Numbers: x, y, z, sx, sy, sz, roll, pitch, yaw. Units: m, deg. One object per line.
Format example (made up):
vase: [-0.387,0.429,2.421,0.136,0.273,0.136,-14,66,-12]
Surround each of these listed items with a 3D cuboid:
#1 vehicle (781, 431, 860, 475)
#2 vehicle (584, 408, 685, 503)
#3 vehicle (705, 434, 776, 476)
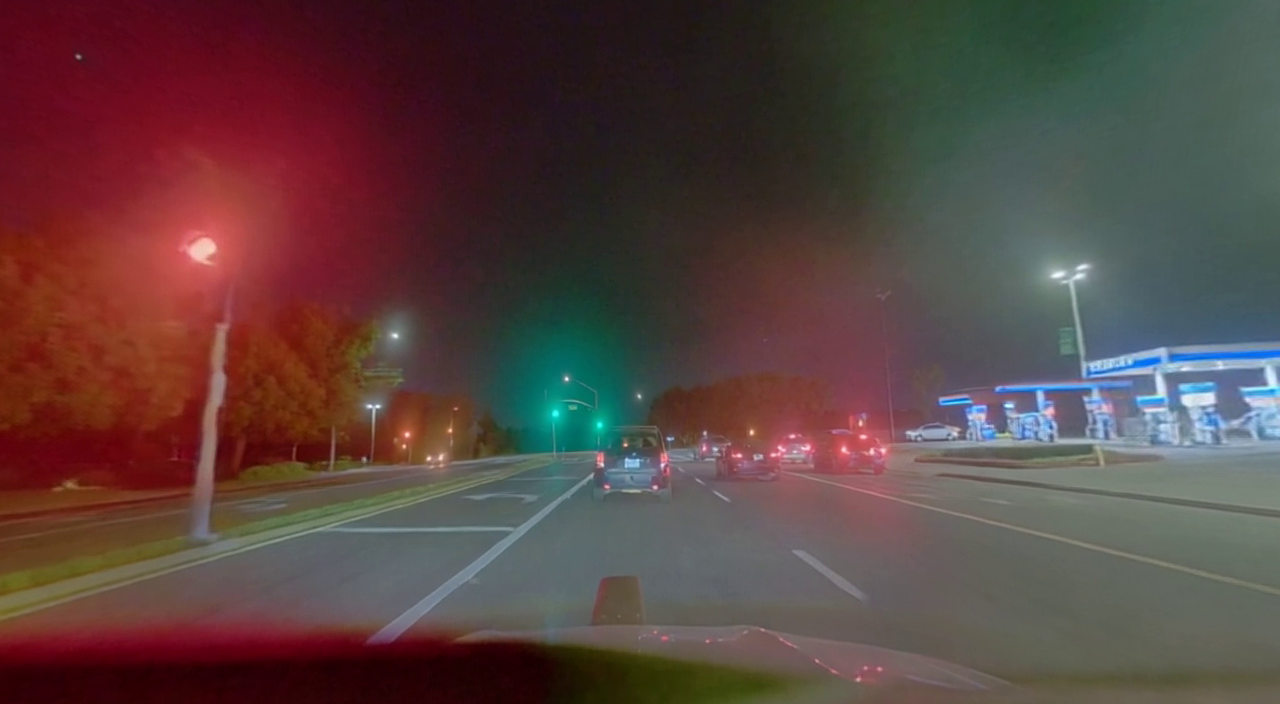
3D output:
vehicle: [7.036,3.973,25.084,1.793,1.585,4.130,0,-8,-1]
vehicle: [-0.126,2.445,15.226,2.038,1.917,4.900,0,-8,0]
vehicle: [3.783,3.969,24.550,1.940,1.474,4.234,0,-8,-2]
